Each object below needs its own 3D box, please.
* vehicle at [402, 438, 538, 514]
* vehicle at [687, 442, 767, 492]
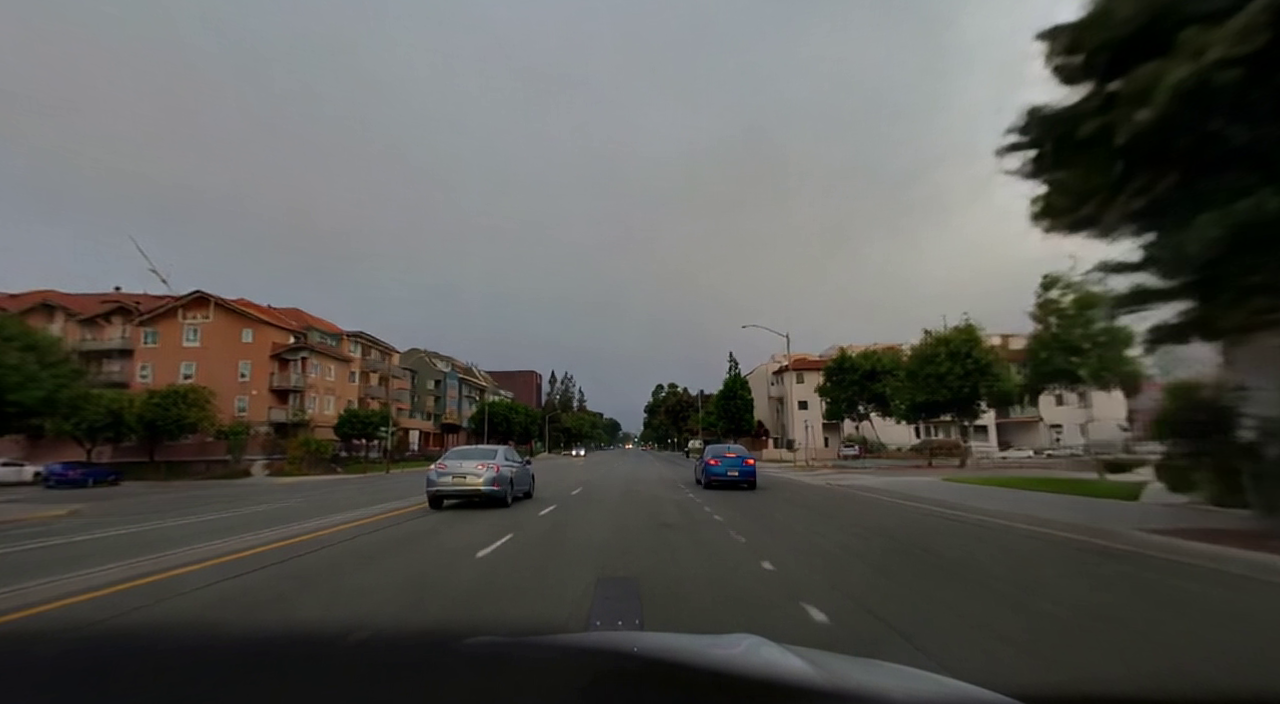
[{"bbox_3d":[-3.805,2.857,15.007,2.062,1.527,4.044,0,-9,0],"label":"vehicle"},{"bbox_3d":[2.786,3.803,21.224,1.978,1.471,4.426,0,-9,-1],"label":"vehicle"}]
